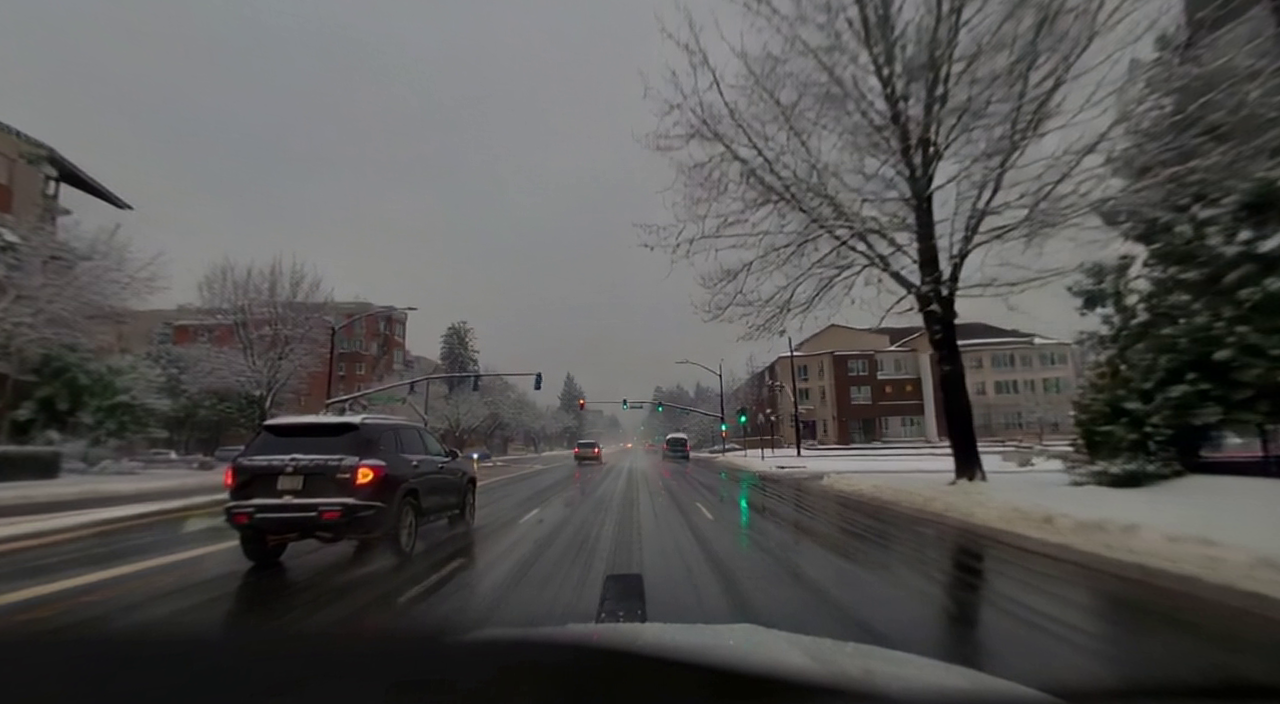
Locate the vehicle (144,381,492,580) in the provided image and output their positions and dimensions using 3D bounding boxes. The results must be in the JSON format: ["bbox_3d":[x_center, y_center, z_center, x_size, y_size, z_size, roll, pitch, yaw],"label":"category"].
[{"bbox_3d":[-3.841,1.671,8.997,2.225,1.984,5.168,0,-8,0],"label":"vehicle"}]

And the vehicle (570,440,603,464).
[{"bbox_3d":[-3.967,7.498,47.449,2.083,1.685,4.069,0,-8,1],"label":"vehicle"}]

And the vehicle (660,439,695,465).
[{"bbox_3d":[2.589,7.044,44.540,2.018,1.719,4.369,0,-8,-2],"label":"vehicle"}]
